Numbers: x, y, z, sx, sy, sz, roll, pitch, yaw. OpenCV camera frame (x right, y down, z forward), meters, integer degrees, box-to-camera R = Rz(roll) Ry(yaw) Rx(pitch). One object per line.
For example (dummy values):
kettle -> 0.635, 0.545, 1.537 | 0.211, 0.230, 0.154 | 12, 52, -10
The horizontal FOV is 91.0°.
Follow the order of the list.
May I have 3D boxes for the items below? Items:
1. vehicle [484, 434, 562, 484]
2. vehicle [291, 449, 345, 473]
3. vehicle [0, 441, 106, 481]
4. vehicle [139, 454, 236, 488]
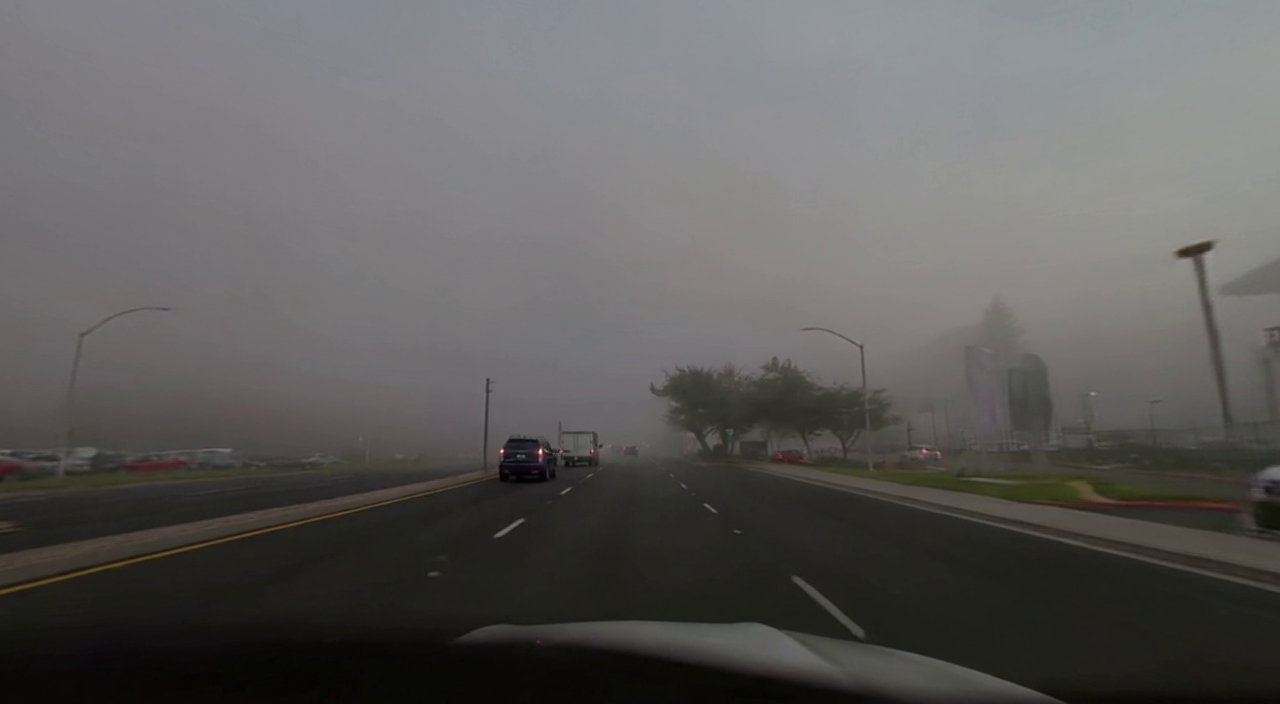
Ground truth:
vehicle -> -4.290, 3.993, 23.742 | 2.109, 1.672, 4.256 | 0, -8, 0
vehicle -> -23.189, 7.821, 45.477 | 1.836, 1.582, 4.075 | 0, -8, -1
vehicle -> -32.839, 5.822, 33.892 | 6.044, 2.034, 2.218 | 0, -8, 0
vehicle -> -22.838, 6.005, 31.977 | 1.858, 1.530, 4.044 | 0, -8, 0
